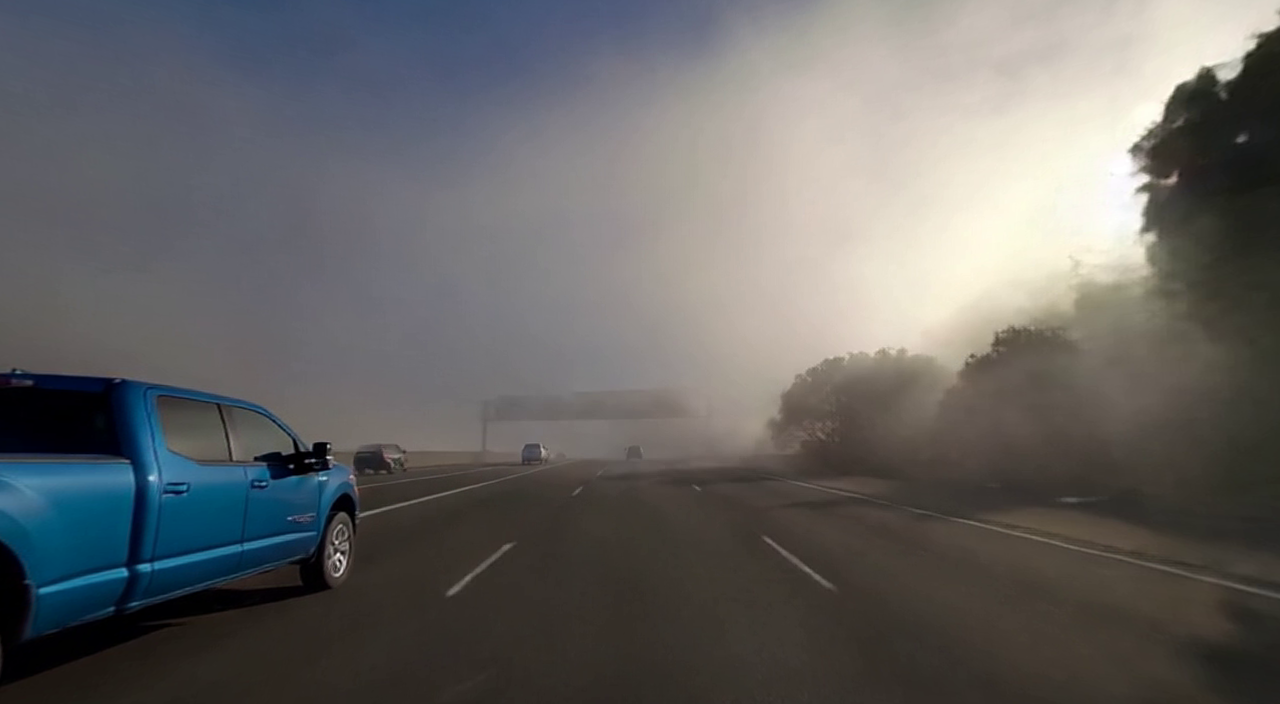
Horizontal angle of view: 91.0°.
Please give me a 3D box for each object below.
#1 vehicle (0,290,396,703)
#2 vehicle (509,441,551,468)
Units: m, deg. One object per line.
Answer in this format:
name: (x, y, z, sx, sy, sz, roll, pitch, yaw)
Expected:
vehicle: (-4.042, 0.955, 4.242, 2.339, 2.004, 6.171, 0, -9, 0)
vehicle: (-8.237, 7.729, 47.673, 2.260, 1.917, 5.499, 0, -9, -1)
